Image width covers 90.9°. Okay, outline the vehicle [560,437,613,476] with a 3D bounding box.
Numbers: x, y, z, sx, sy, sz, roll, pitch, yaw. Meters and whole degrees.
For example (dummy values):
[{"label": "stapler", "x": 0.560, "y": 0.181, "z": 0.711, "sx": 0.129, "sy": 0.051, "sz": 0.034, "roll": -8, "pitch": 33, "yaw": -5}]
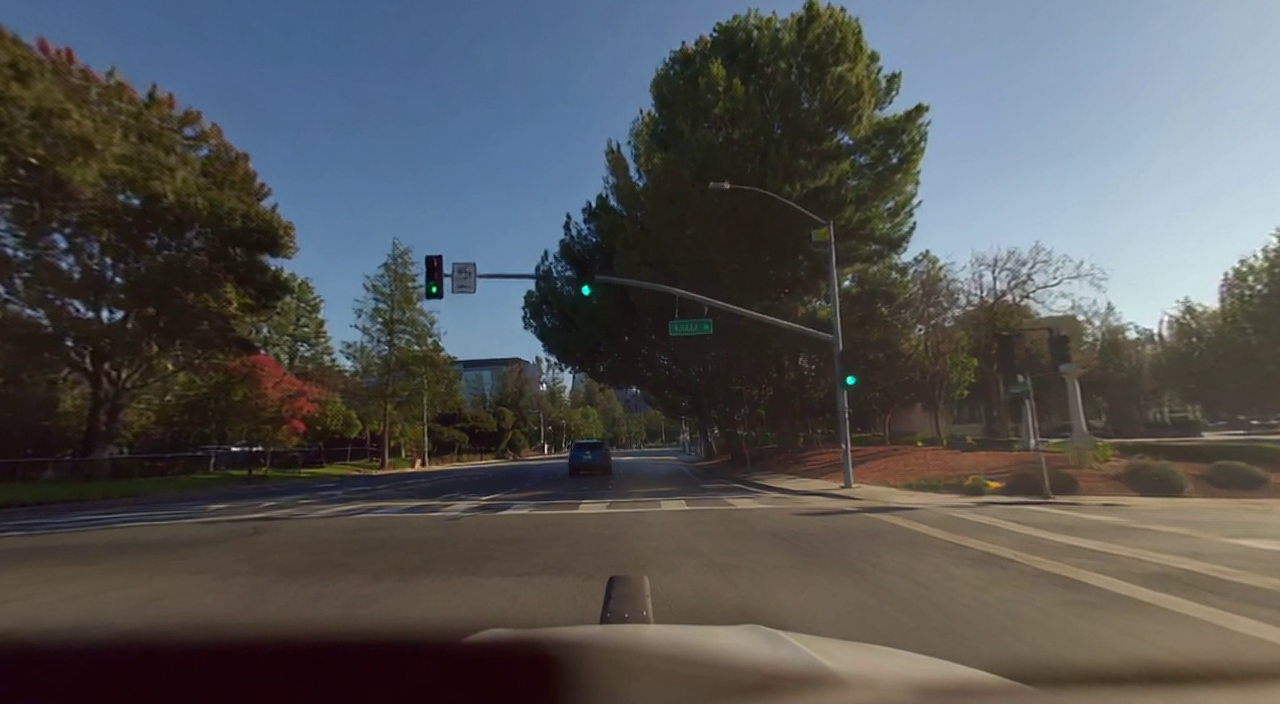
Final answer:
[{"label": "vehicle", "x": -2.557, "y": 5.122, "z": 31.242, "sx": 2.123, "sy": 1.799, "sz": 4.425, "roll": -1, "pitch": -8, "yaw": 1}]
